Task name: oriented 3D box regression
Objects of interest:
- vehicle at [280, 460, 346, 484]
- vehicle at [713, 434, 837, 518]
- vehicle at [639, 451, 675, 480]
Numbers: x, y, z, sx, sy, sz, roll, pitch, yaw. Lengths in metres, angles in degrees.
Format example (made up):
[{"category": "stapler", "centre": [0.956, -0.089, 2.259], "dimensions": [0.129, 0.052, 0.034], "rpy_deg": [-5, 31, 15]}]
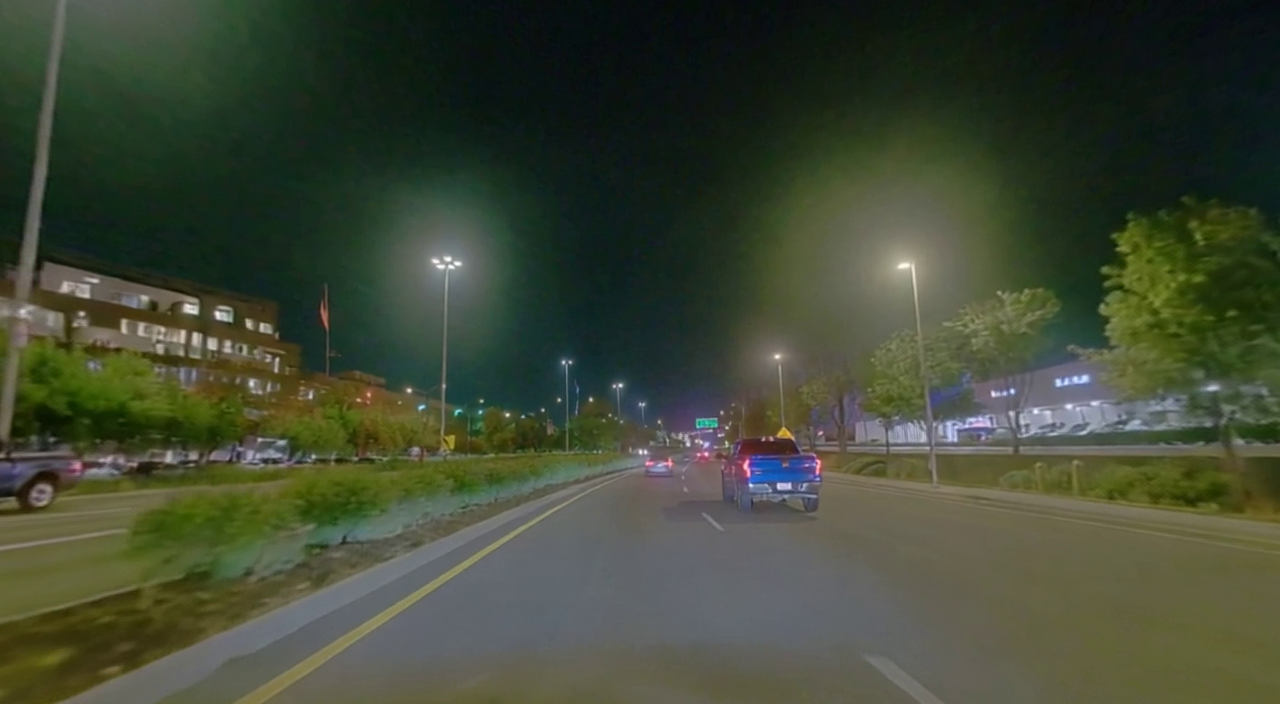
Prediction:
[{"category": "vehicle", "centre": [-23.375, 8.565, 45.186], "dimensions": [1.890, 1.519, 4.431], "rpy_deg": [-1, -9, 8]}, {"category": "vehicle", "centre": [3.482, 3.333, 17.587], "dimensions": [2.367, 1.919, 5.651], "rpy_deg": [0, -9, 2]}, {"category": "vehicle", "centre": [1.050, 6.534, 36.490], "dimensions": [1.968, 1.521, 4.262], "rpy_deg": [0, -9, 3]}]
